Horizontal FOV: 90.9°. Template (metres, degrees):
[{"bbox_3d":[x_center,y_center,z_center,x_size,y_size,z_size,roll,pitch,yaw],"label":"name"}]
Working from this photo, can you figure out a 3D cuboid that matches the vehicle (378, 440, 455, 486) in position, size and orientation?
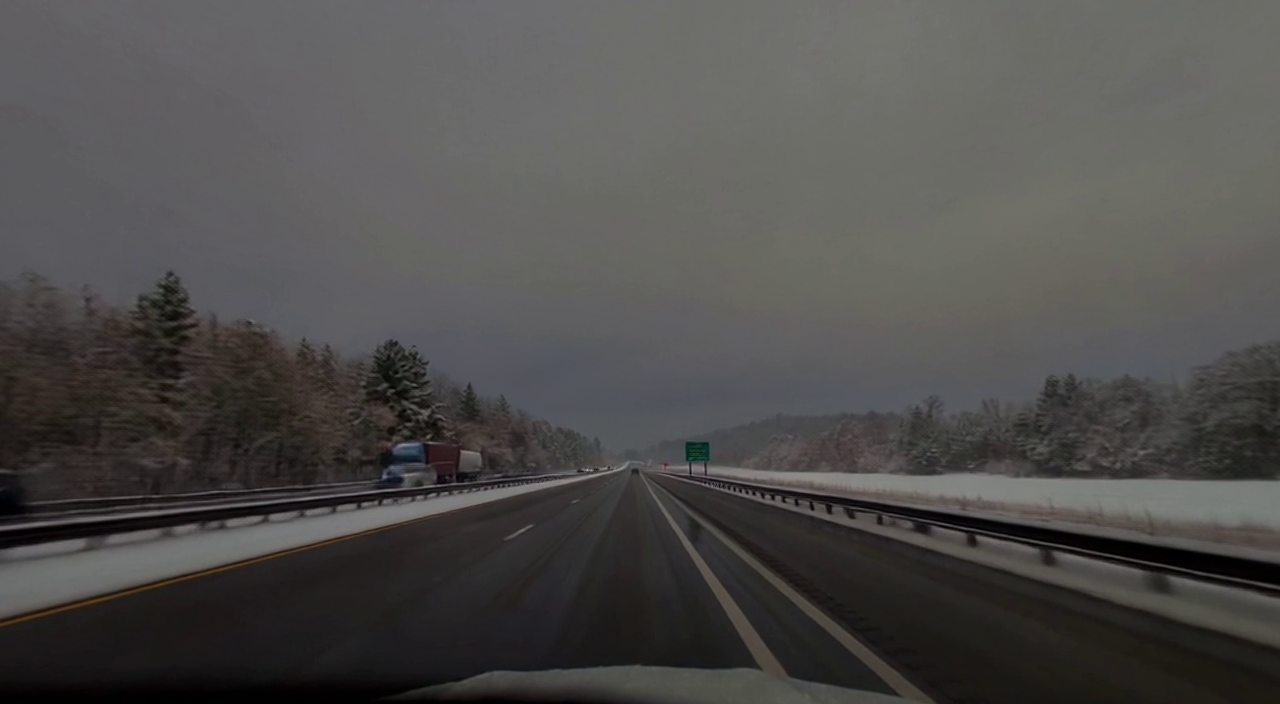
[{"bbox_3d":[-16.882,8.530,48.232,2.913,3.149,7.507,1,-10,1],"label":"vehicle"}]
